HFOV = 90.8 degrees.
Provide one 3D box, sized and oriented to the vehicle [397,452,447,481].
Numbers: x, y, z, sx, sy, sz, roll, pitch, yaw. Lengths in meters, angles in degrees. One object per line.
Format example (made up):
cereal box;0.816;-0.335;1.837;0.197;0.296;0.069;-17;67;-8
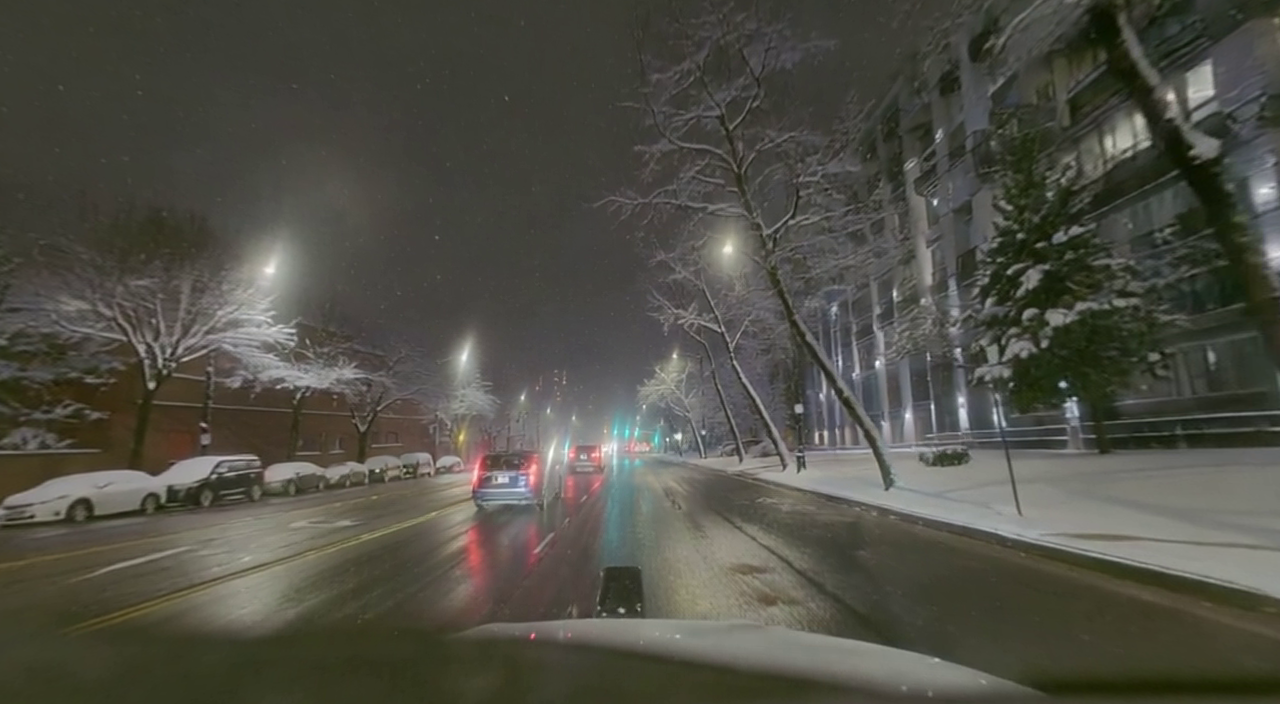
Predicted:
vehicle;-16.171;8.465;47.037;2.079;1.847;4.592;-5;-9;-1

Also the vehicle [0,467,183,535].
vehicle;-15.687;4.171;18.121;1.775;1.461;4.433;-3;-9;2

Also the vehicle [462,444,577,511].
vehicle;-2.866;3.074;16.032;2.051;1.454;4.132;0;-8;1

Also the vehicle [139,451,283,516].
vehicle;-15.601;4.747;23.399;2.129;1.967;4.907;-4;-9;-3

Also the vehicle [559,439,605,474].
vehicle;-3.254;5.954;36.307;2.190;1.840;4.720;0;-8;0

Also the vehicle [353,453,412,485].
vehicle;-16.108;7.328;39.787;1.897;1.805;4.538;0;-8;-2

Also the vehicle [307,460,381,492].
vehicle;-15.848;6.619;34.119;1.871;1.485;4.573;0;-8;-1

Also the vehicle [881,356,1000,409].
vehicle;12.514;1.319;26.508;3.932;1.743;1.695;-5;-8;3

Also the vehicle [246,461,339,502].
vehicle;-15.672;5.831;28.787;1.942;1.431;4.553;-5;-9;-3

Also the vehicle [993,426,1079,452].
vehicle;25.521;5.624;40.780;4.215;1.545;1.897;0;-8;0

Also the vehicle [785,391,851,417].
vehicle;11.821;3.503;42.075;3.827;1.556;1.730;-1;-9;0
